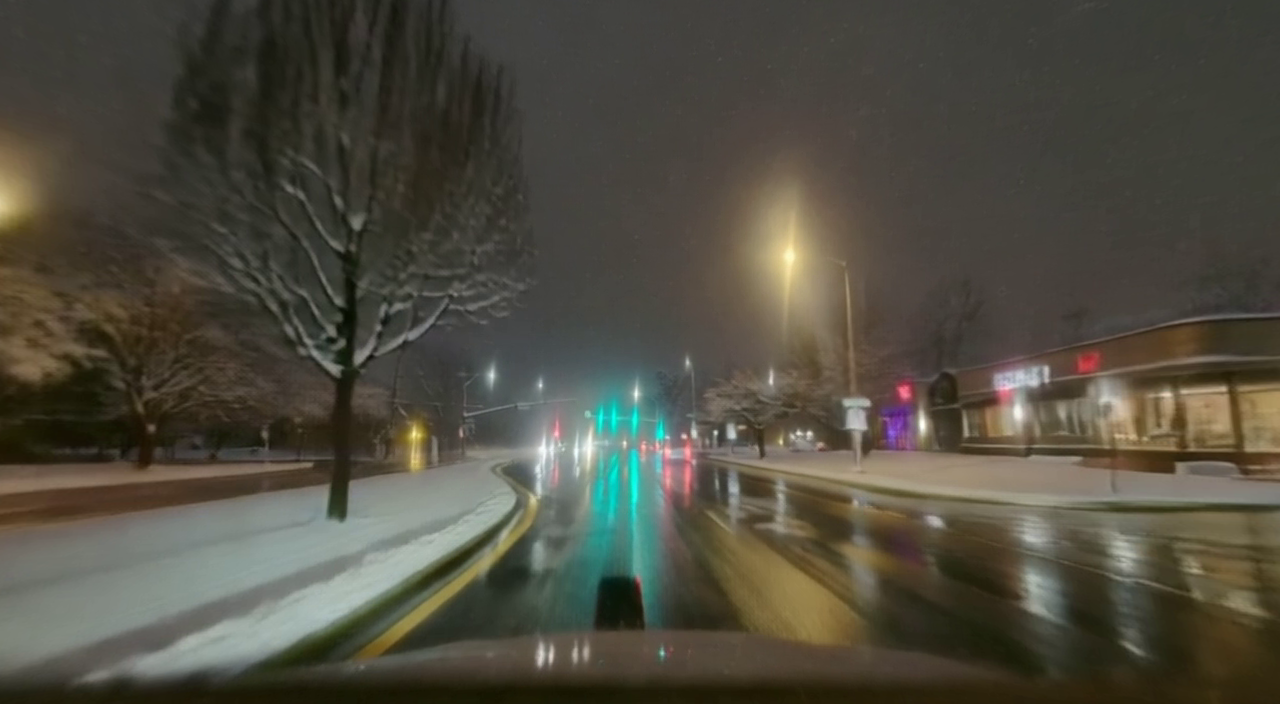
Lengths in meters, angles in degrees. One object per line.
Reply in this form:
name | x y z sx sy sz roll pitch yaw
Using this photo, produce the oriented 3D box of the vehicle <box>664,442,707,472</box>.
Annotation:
vehicle | 2.485 5.847 35.502 1.961 1.580 4.020 0 -8 -2
